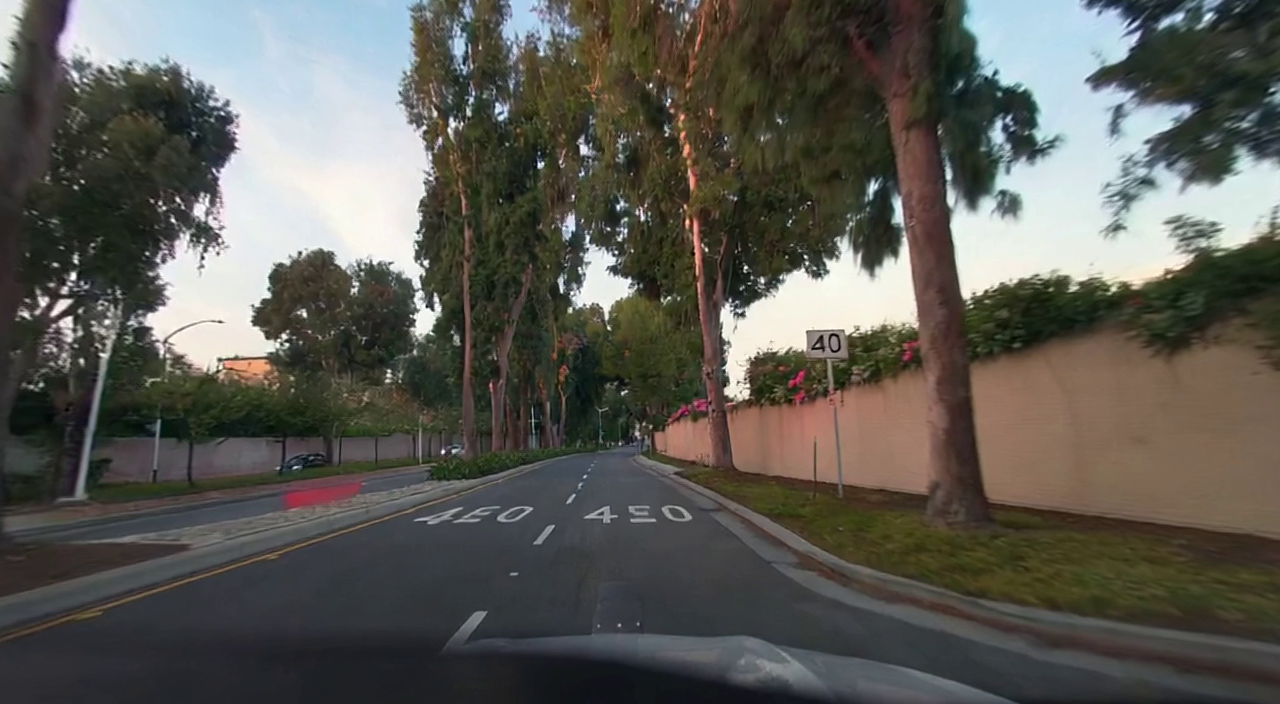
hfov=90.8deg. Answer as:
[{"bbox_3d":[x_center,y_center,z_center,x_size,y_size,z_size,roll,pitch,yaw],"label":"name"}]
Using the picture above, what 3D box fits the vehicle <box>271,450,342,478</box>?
[{"bbox_3d":[-18.191,6.089,34.652,1.827,1.404,4.141,0,-8,-3],"label":"vehicle"}]
